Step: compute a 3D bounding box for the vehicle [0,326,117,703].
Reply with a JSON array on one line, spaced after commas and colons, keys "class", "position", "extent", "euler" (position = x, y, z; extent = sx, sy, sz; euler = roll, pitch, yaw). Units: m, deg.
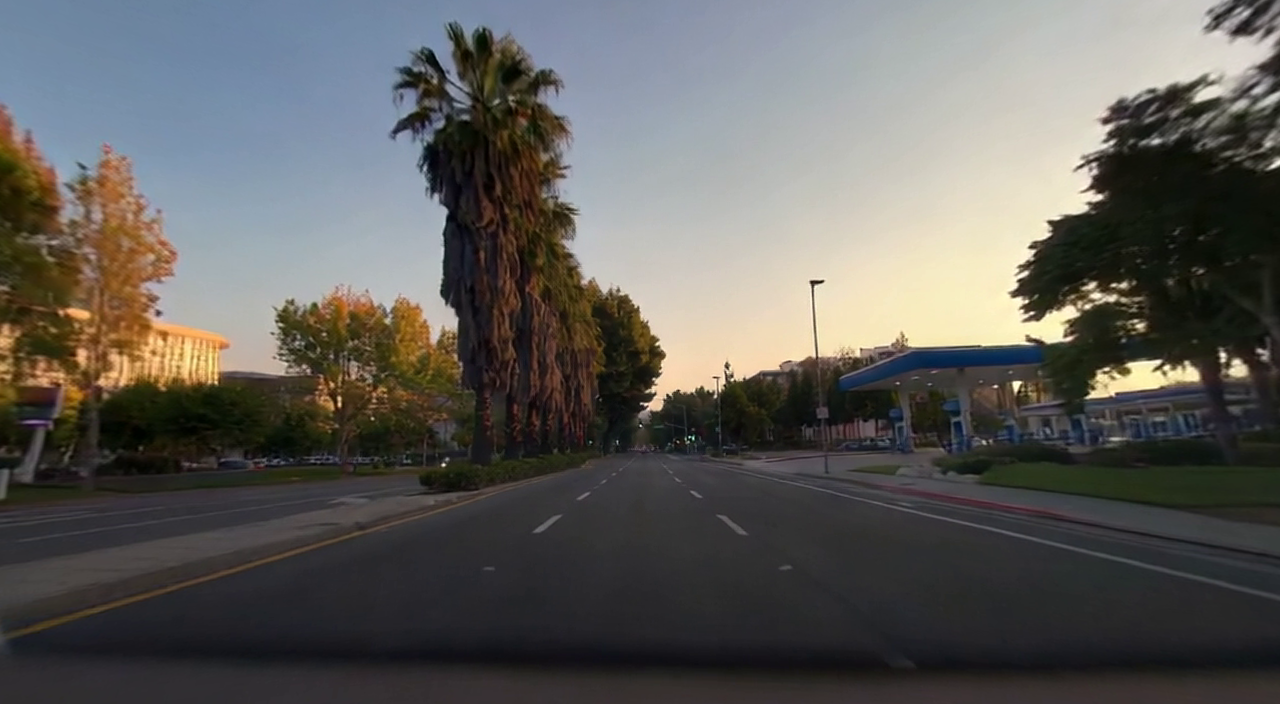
[{"class": "vehicle", "position": [-3.345, 0.524, 0.466], "extent": [2.011, 1.756, 4.478], "euler": [-1, -9, 0]}]
